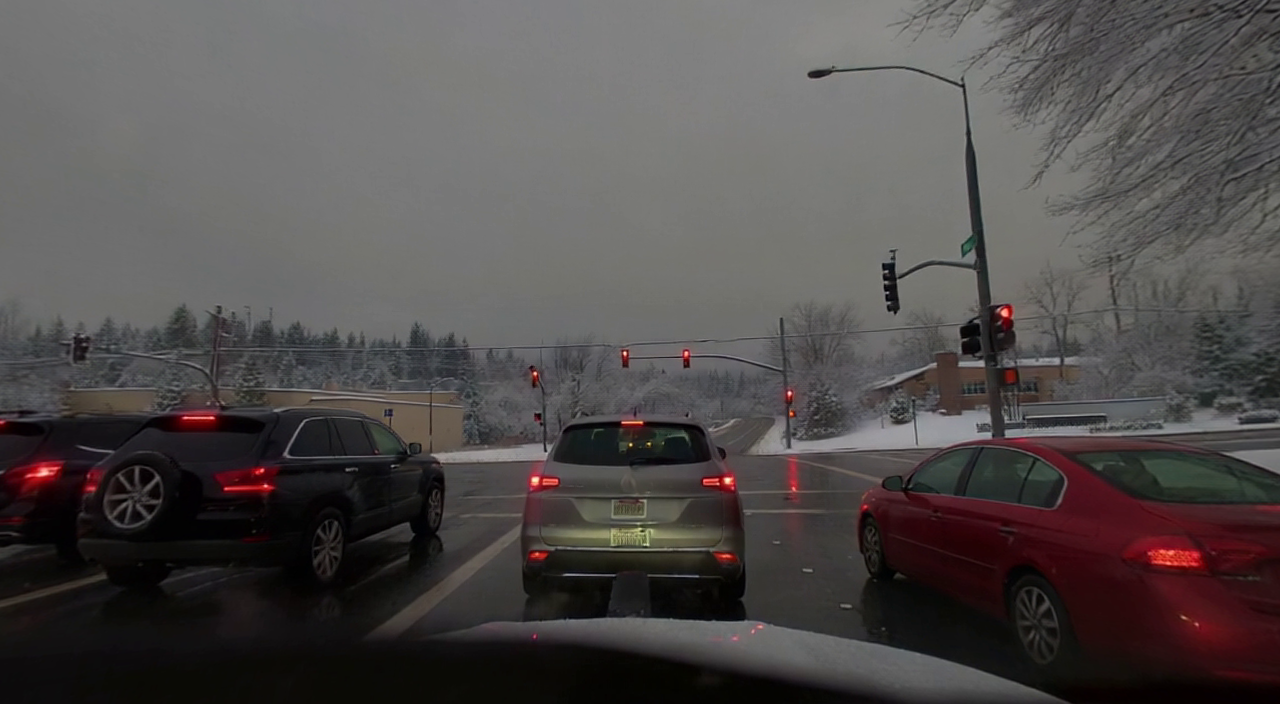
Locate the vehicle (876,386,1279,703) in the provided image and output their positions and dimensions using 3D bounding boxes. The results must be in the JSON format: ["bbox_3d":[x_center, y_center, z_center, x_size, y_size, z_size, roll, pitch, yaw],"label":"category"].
[{"bbox_3d":[3.584,1.199,4.601,2.010,1.486,4.498,0,-8,1],"label":"vehicle"}]

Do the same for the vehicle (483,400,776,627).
[{"bbox_3d":[-0.054,1.400,6.302,2.047,1.579,3.642,0,-8,1],"label":"vehicle"}]

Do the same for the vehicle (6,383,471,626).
[{"bbox_3d":[-3.556,1.427,6.849,2.014,1.755,4.360,0,-8,3],"label":"vehicle"}]
